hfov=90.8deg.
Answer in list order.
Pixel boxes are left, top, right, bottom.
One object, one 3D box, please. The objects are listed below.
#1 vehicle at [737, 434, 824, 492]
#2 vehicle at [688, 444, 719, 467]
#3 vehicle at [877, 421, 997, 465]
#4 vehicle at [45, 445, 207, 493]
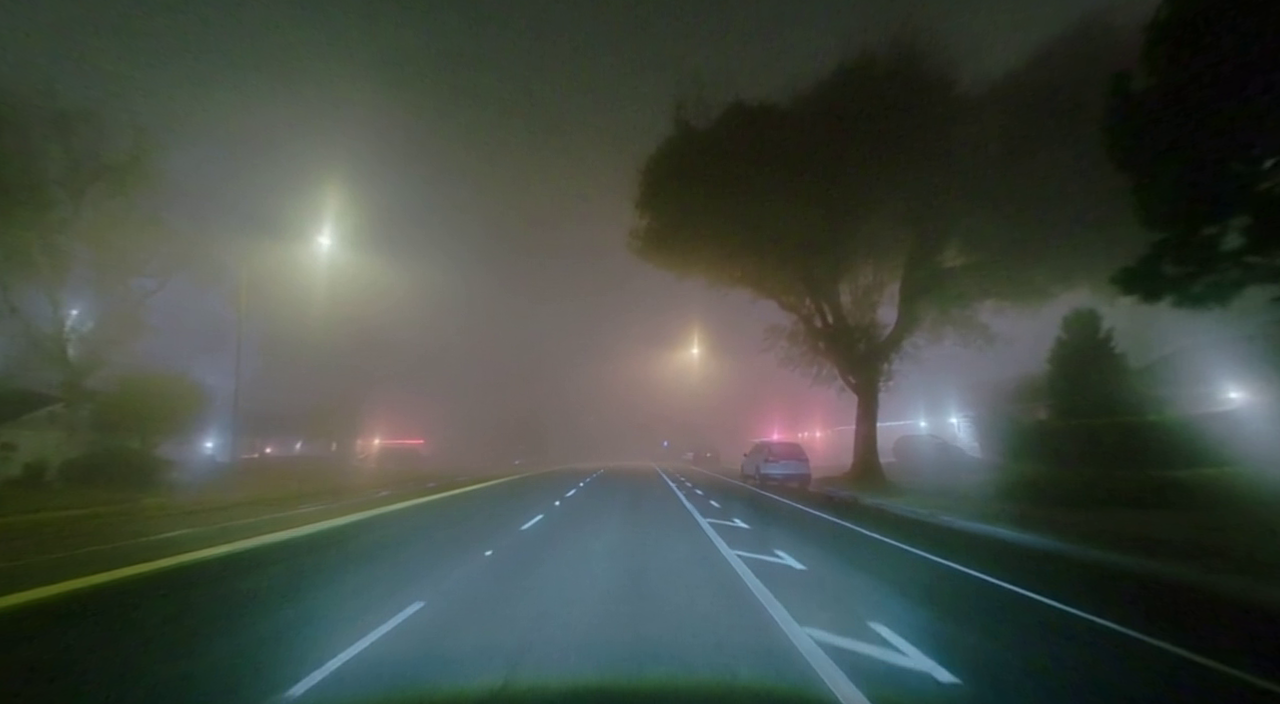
[{"bbox_3d":[4.990,3.999,23.080,2.082,1.763,4.718,3,-8,0],"label":"vehicle"},{"bbox_3d":[4.743,7.823,47.574,1.934,1.546,5.009,2,-10,2],"label":"vehicle"},{"bbox_3d":[15.701,4.851,33.667,5.096,1.931,2.288,-4,-9,2],"label":"vehicle"},{"bbox_3d":[-20.488,4.636,25.302,4.818,1.625,2.012,1,-8,5],"label":"vehicle"}]
